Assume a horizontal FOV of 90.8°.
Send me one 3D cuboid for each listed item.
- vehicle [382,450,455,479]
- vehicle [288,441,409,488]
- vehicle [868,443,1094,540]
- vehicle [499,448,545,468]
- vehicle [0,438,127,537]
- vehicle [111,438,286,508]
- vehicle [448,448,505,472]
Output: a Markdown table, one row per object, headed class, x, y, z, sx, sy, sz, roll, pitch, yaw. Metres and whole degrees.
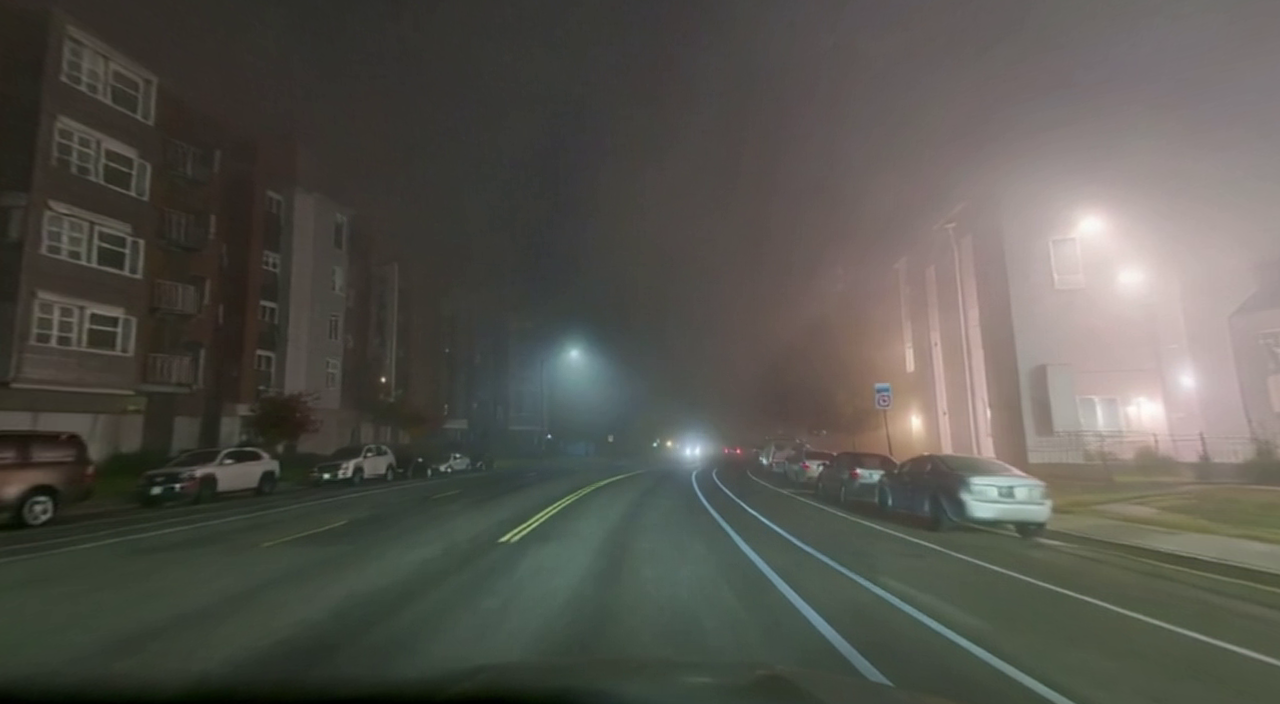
| class | x | y | z | sx | sy | sz | roll | pitch | yaw |
| --- | --- | --- | --- | --- | --- | --- | --- | --- | --- |
| vehicle | -11.898 | 6.051 | 34.334 | 1.829 | 1.449 | 4.713 | -1 | -9 | 6 |
| vehicle | -12.663 | 4.912 | 28.005 | 2.137 | 1.835 | 5.833 | -1 | -9 | 5 |
| vehicle | 6.132 | 2.535 | 12.162 | 1.947 | 1.487 | 4.549 | 0 | -9 | 2 |
| vehicle | -9.256 | 8.344 | 49.948 | 1.876 | 1.465 | 4.681 | -2 | -9 | 12 |
| vehicle | -12.928 | 2.474 | 11.510 | 2.290 | 1.799 | 5.801 | 0 | -9 | -1 |
| vehicle | -13.031 | 3.582 | 19.114 | 2.001 | 1.836 | 4.471 | 0 | -9 | 0 |
| vehicle | -10.755 | 7.129 | 41.868 | 1.873 | 1.467 | 4.644 | -1 | -9 | 9 |
